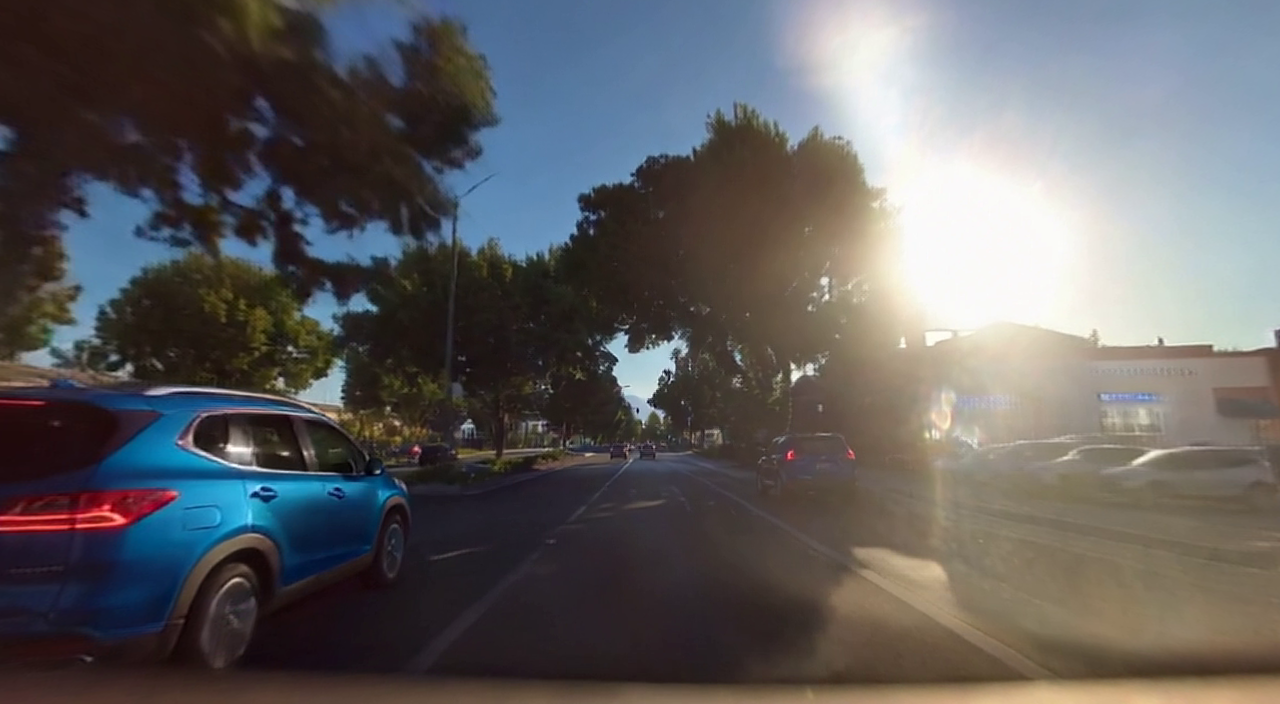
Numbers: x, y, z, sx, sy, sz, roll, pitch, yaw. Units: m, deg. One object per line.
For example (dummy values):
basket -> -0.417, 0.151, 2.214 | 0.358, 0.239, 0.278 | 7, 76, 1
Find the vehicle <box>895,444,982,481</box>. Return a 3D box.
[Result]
vehicle -> 13.770, 5.080, 29.404 | 1.845, 1.497, 4.709 | -2, -8, 2

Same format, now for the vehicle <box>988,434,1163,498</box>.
vehicle -> 12.348, 3.245, 18.268 | 1.781, 1.615, 4.095 | 1, -9, -7

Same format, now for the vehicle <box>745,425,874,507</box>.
vehicle -> 4.110, 2.852, 16.168 | 2.024, 1.773, 4.431 | 0, -9, -1

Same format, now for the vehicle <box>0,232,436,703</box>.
vehicle -> -3.183, 0.854, 3.885 | 2.210, 1.925, 4.838 | 0, -9, 0
